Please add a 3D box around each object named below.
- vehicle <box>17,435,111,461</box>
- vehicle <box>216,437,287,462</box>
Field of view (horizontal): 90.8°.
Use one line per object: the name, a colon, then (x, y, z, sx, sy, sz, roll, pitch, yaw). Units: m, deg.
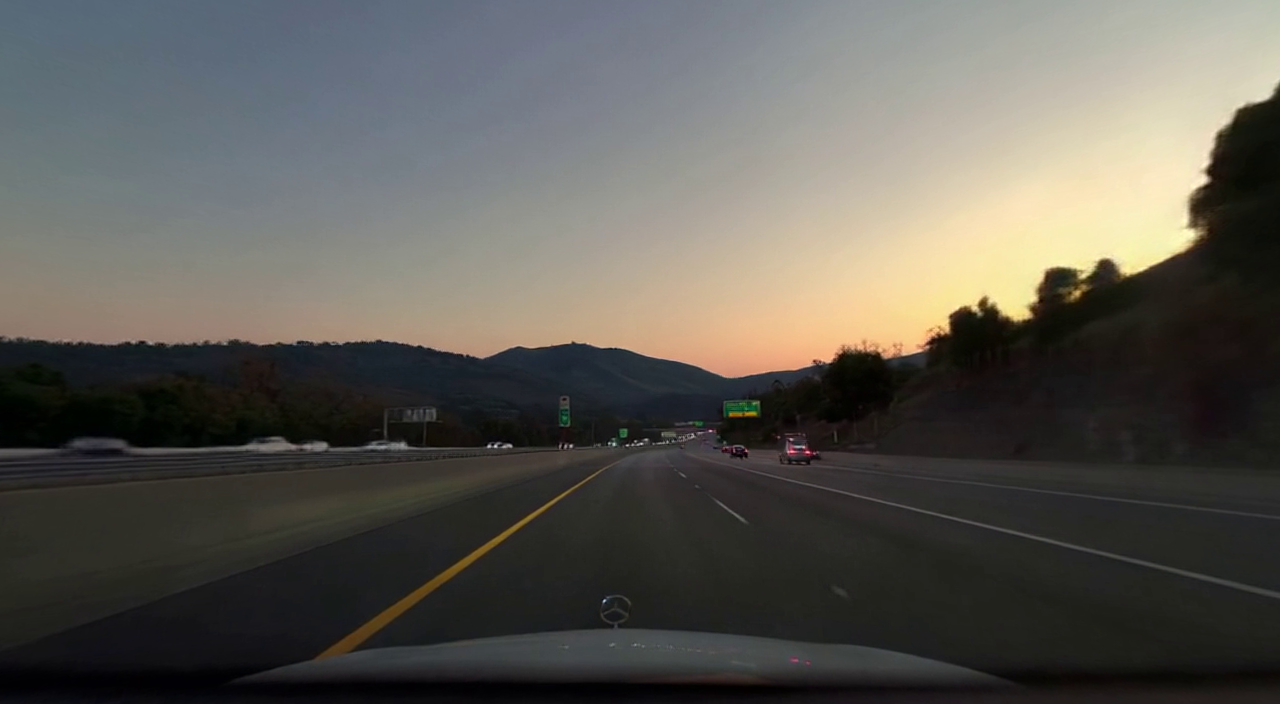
vehicle: (-40.616, 6.787, 44.738, 2.007, 1.672, 4.834, 0, -8, 2)
vehicle: (-29.252, 7.360, 47.802, 2.064, 1.782, 5.006, 0, -8, 1)
